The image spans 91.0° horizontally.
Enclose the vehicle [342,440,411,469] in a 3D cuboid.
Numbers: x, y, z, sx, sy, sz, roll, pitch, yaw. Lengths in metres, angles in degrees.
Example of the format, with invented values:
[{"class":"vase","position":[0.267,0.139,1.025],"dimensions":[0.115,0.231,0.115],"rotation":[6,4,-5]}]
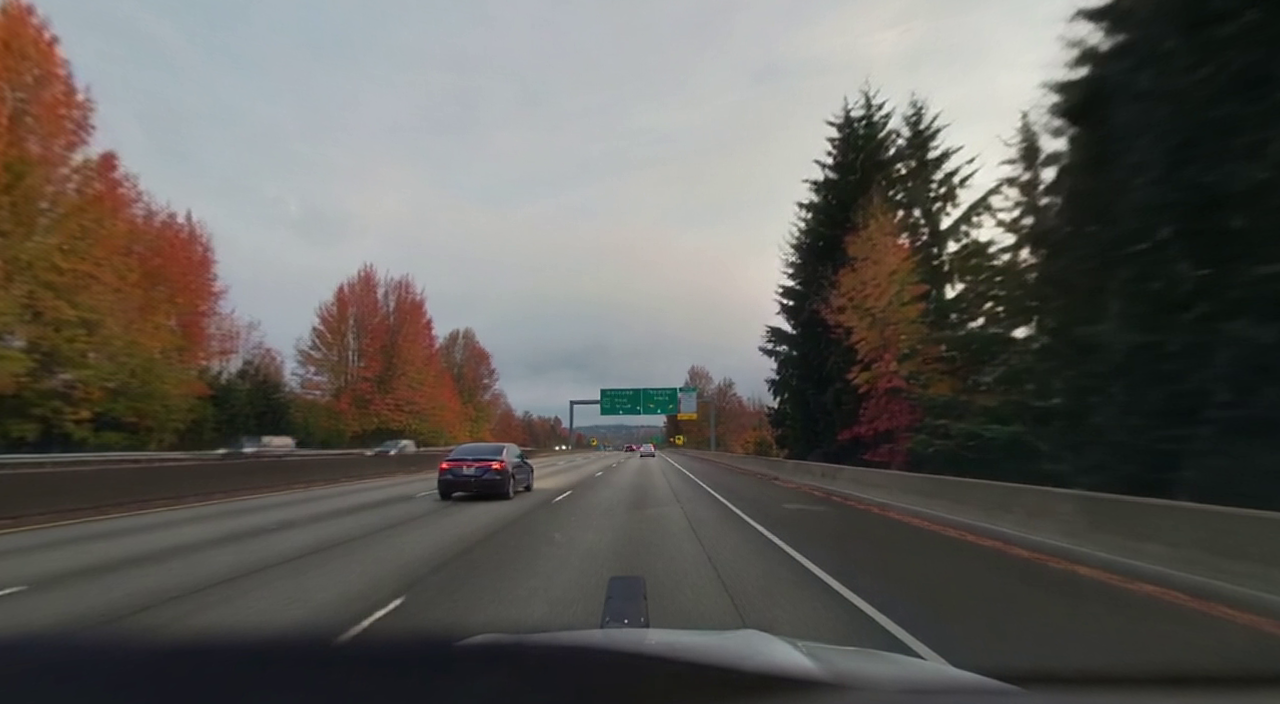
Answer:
[{"class":"vehicle","position":[-15.503,6.049,37.322],"dimensions":[1.976,1.592,4.573],"rotation":[0,-8,2]}]

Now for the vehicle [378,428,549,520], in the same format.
[{"class":"vehicle","position":[-3.423,2.468,13.379],"dimensions":[2.061,1.572,4.814],"rotation":[0,-8,3]}]

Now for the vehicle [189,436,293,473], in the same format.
[{"class":"vehicle","position":[-19.798,5.077,31.526],"dimensions":[2.081,1.688,4.717],"rotation":[0,-8,0]}]
